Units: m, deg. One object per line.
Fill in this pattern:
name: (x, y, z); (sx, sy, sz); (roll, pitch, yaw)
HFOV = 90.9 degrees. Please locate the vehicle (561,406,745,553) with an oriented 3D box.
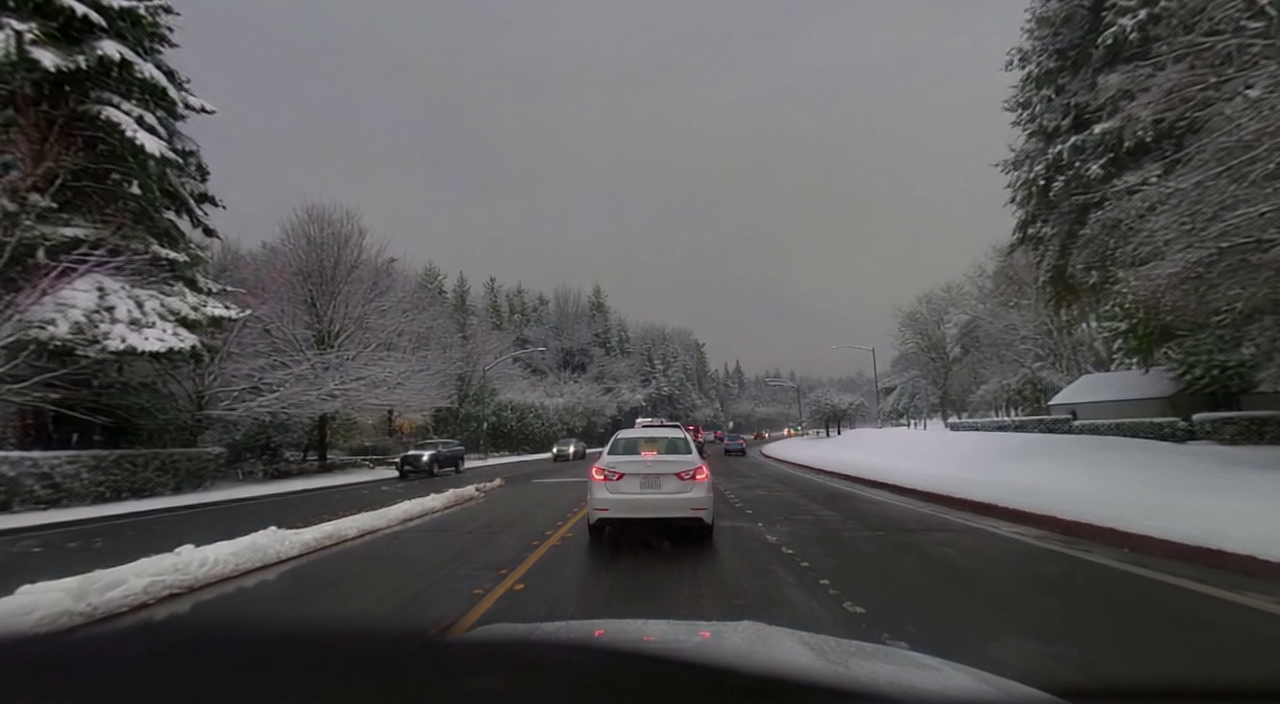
vehicle: (0.171, 1.800, 9.563); (2.154, 1.710, 4.128); (-1, -8, 1)

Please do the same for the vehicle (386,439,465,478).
vehicle: (-10.199, 5.074, 30.426); (2.005, 1.701, 4.355); (-1, -8, 5)

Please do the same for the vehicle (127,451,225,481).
vehicle: (-26.686, 6.554, 36.316); (4.256, 1.633, 1.940); (-1, -8, 6)

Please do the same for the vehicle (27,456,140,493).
vehicle: (-27.267, 5.990, 30.951); (4.272, 1.438, 1.801); (-5, -9, 9)

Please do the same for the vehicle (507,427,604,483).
vehicle: (-2.895, 3.673, 22.783); (2.057, 1.786, 4.725); (-2, -8, 11)
